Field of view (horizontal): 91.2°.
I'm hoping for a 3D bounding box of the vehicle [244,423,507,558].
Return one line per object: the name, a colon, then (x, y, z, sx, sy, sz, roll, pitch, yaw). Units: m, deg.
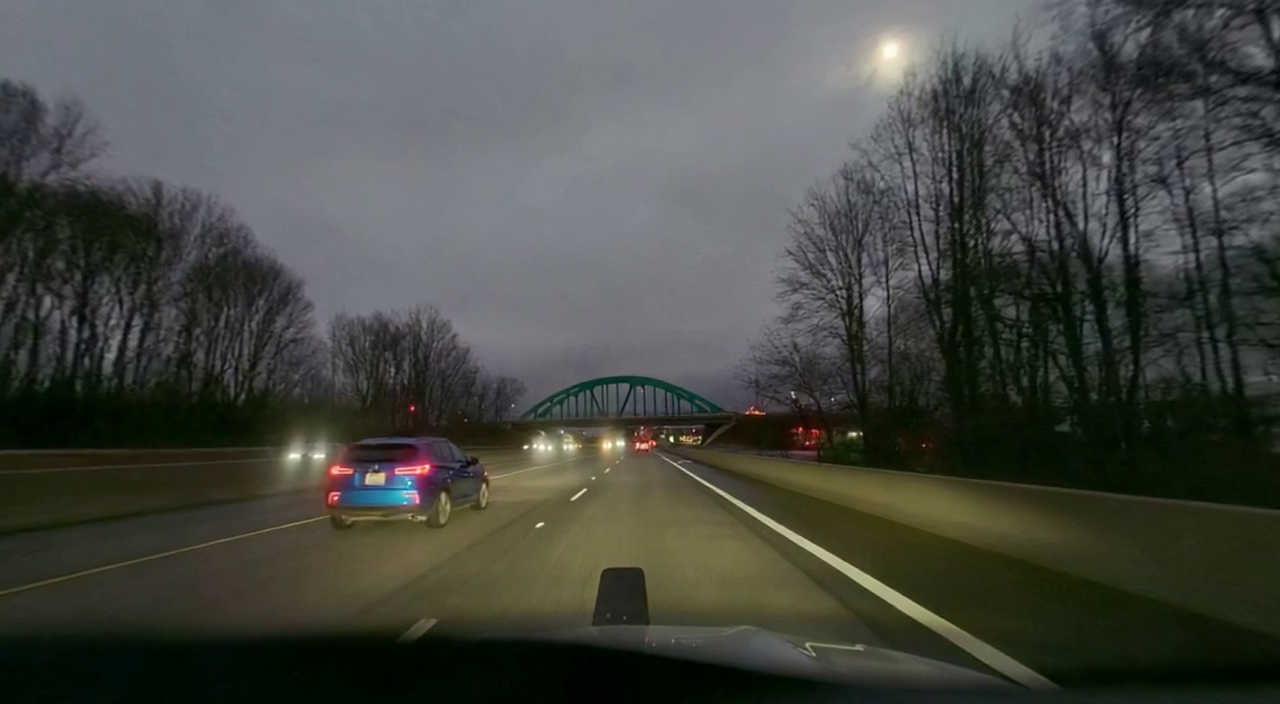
vehicle: (-3.553, 1.946, 9.565, 2.052, 1.556, 4.405, 0, -8, 0)
